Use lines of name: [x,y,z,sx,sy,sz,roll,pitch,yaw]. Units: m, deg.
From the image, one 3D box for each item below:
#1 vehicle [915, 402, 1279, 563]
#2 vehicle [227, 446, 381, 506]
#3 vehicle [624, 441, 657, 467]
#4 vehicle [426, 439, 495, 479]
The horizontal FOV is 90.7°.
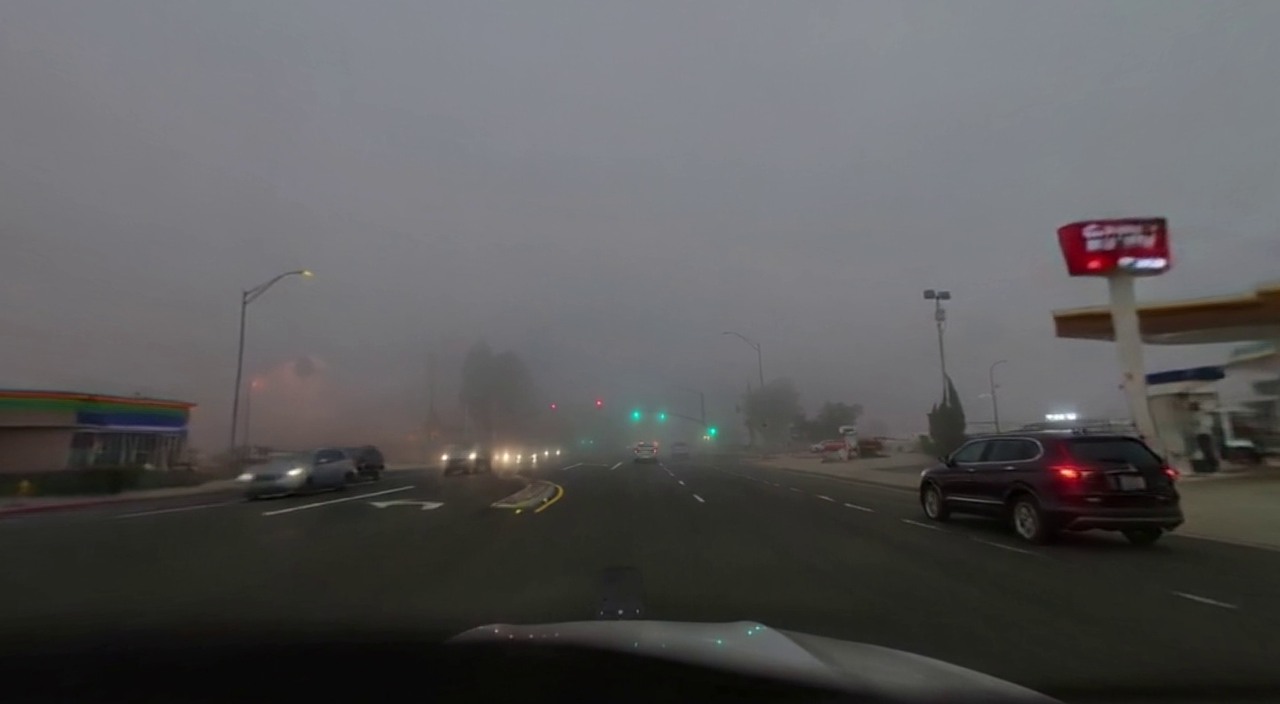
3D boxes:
vehicle: [6.396,1.856,9.720,2.066,1.807,4.893,0,-9,-1]
vehicle: [-9.530,3.512,18.473,1.931,1.479,4.555,-1,-9,1]
vehicle: [0.045,7.233,44.923,2.177,1.754,3.815,0,-9,0]
vehicle: [-9.262,5.542,33.166,2.169,1.910,4.745,-1,-9,1]
